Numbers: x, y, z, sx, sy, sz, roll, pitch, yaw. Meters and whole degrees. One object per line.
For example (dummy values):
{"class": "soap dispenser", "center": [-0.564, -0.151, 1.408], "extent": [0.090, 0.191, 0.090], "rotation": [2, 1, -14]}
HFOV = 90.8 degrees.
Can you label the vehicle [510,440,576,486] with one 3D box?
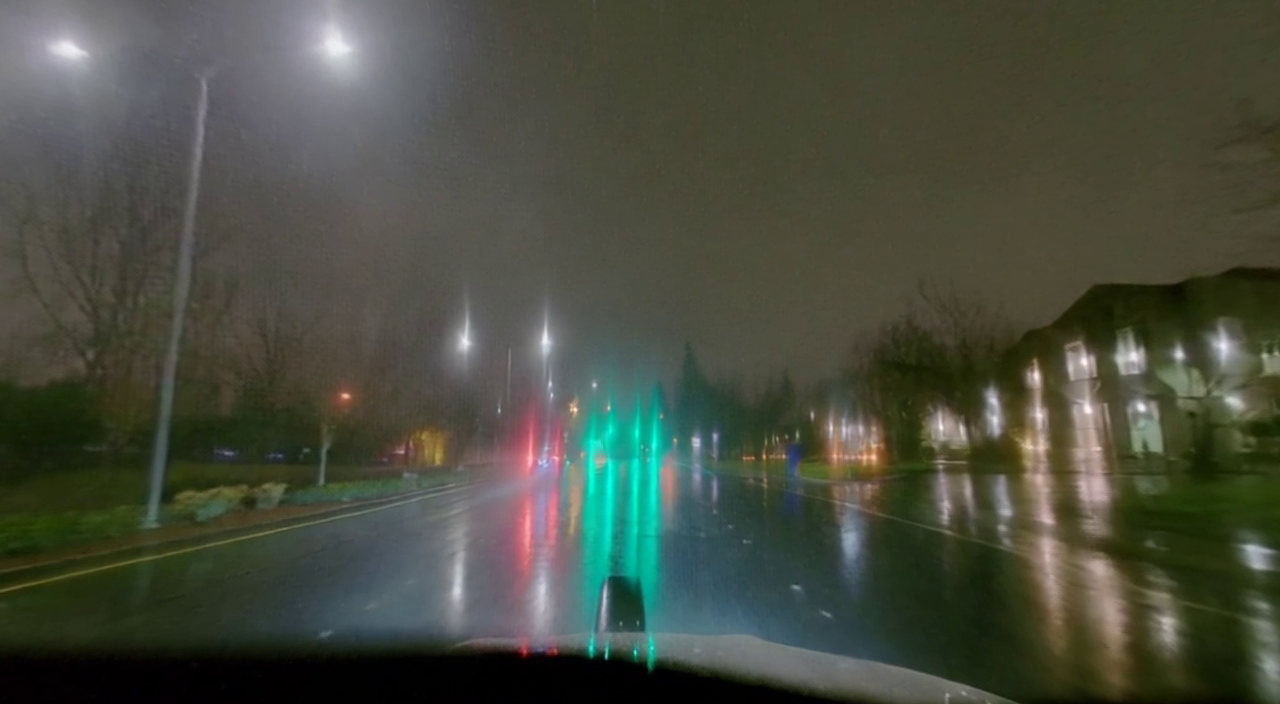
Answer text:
{"class": "vehicle", "center": [-3.941, 4.581, 26.422], "extent": [1.993, 1.733, 4.262], "rotation": [0, -8, 1]}
